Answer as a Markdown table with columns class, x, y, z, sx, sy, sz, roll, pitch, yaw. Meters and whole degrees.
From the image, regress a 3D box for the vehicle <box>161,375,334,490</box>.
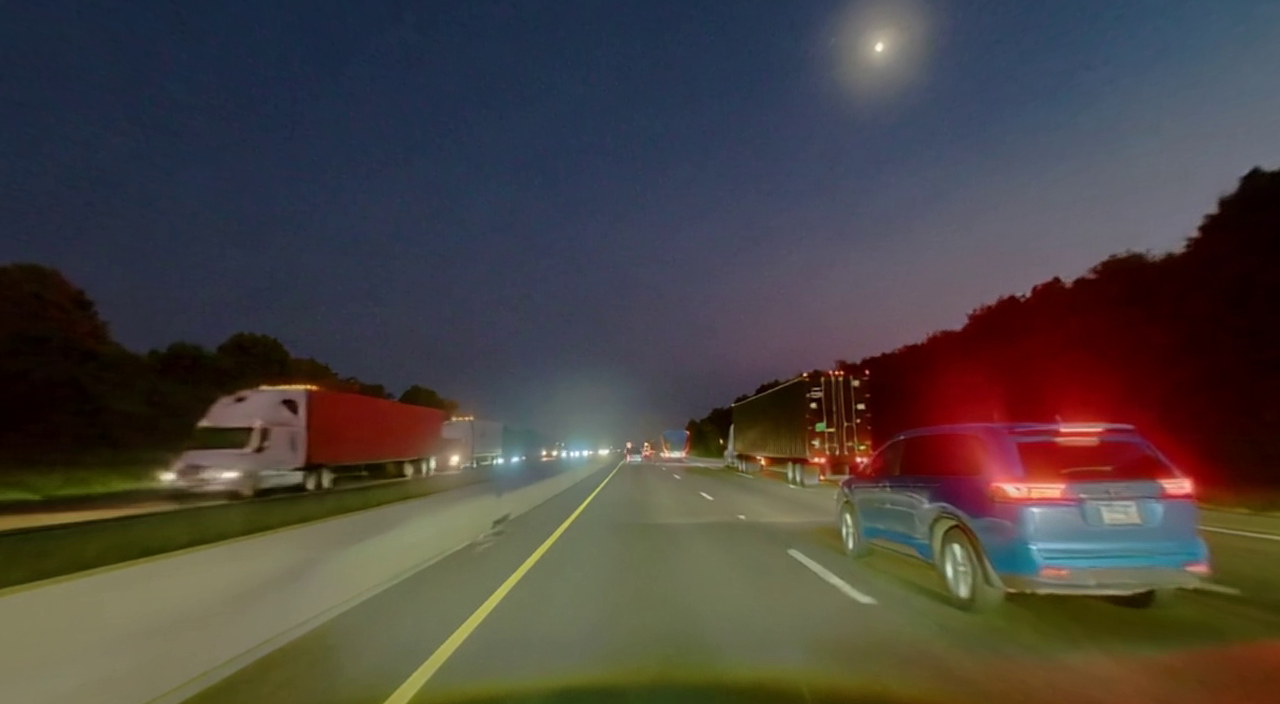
| class | x | y | z | sx | sy | sz | roll | pitch | yaw |
| --- | --- | --- | --- | --- | --- | --- | --- | --- | --- |
| vehicle | -15.228 | 3.250 | 25.161 | 3.012 | 3.994 | 5.844 | 0 | -9 | -1 |

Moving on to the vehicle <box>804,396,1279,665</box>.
| class | x | y | z | sx | sy | sz | roll | pitch | yaw |
| --- | --- | --- | --- | --- | --- | --- | --- | --- | --- |
| vehicle | 3.342 | 1.450 | 6.268 | 2.130 | 1.658 | 4.537 | 0 | -9 | -1 |

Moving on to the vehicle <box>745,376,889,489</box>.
| class | x | y | z | sx | sy | sz | roll | pitch | yaw |
| --- | --- | --- | --- | --- | --- | --- | --- | --- | --- |
| vehicle | 7.533 | 3.922 | 29.714 | 2.882 | 4.109 | 13.567 | 0 | -9 | 0 |
